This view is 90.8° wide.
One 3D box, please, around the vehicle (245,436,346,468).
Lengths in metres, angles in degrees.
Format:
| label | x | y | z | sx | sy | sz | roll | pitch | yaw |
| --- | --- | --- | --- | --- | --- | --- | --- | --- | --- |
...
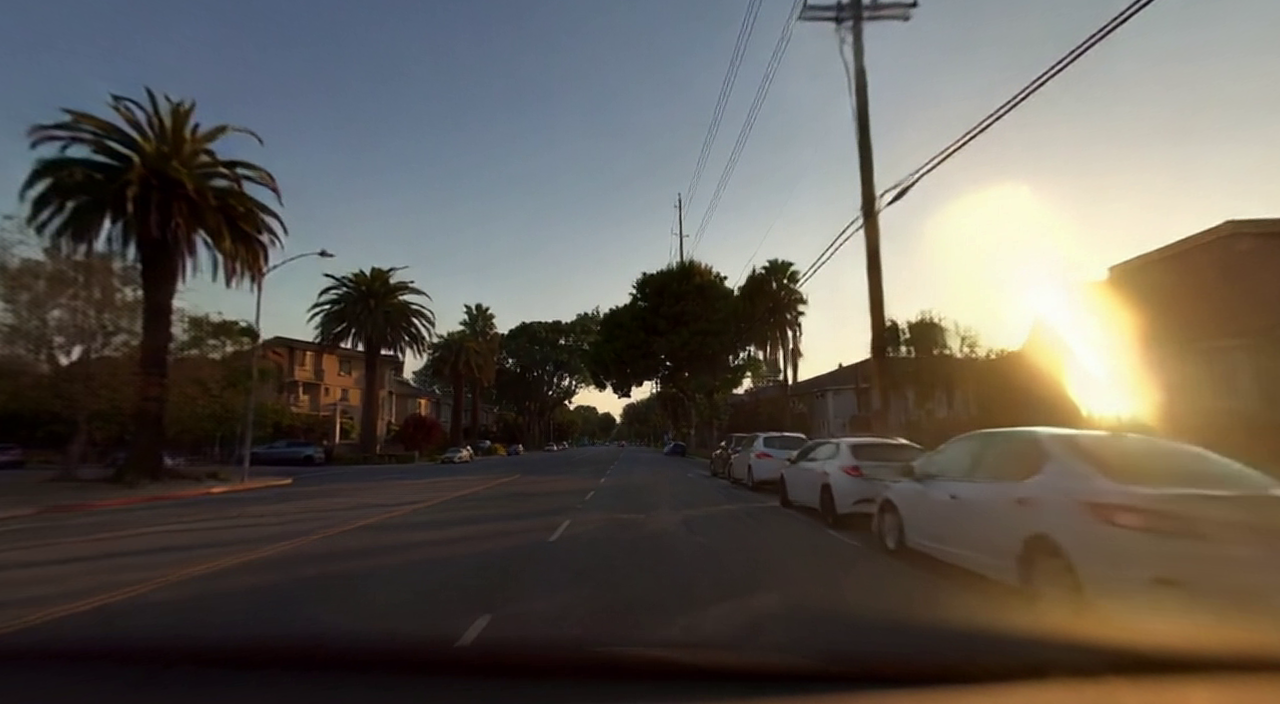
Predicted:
| label | x | y | z | sx | sy | sz | roll | pitch | yaw |
| --- | --- | --- | --- | --- | --- | --- | --- | --- | --- |
| vehicle | -22.814 | 6.618 | 42.027 | 5.386 | 2.043 | 2.124 | 0 | -9 | -1 |

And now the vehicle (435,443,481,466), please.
| label | x | y | z | sx | sy | sz | roll | pitch | yaw |
| --- | --- | --- | --- | --- | --- | --- | --- | --- | --- |
| vehicle | -13.802 | 7.773 | 48.202 | 2.131 | 1.492 | 4.310 | -1 | -7 | 2 |

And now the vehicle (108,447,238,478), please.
| label | x | y | z | sx | sy | sz | roll | pitch | yaw |
| --- | --- | --- | --- | --- | --- | --- | --- | --- | --- |
| vehicle | -23.650 | 5.601 | 32.117 | 4.946 | 1.518 | 2.115 | 0 | -8 | 1 |

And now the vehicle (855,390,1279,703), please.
| label | x | y | z | sx | sy | sz | roll | pitch | yaw |
| --- | --- | --- | --- | --- | --- | --- | --- | --- | --- |
| vehicle | 3.665 | 1.339 | 5.555 | 1.954 | 1.632 | 4.356 | 0 | -8 | -1 |
